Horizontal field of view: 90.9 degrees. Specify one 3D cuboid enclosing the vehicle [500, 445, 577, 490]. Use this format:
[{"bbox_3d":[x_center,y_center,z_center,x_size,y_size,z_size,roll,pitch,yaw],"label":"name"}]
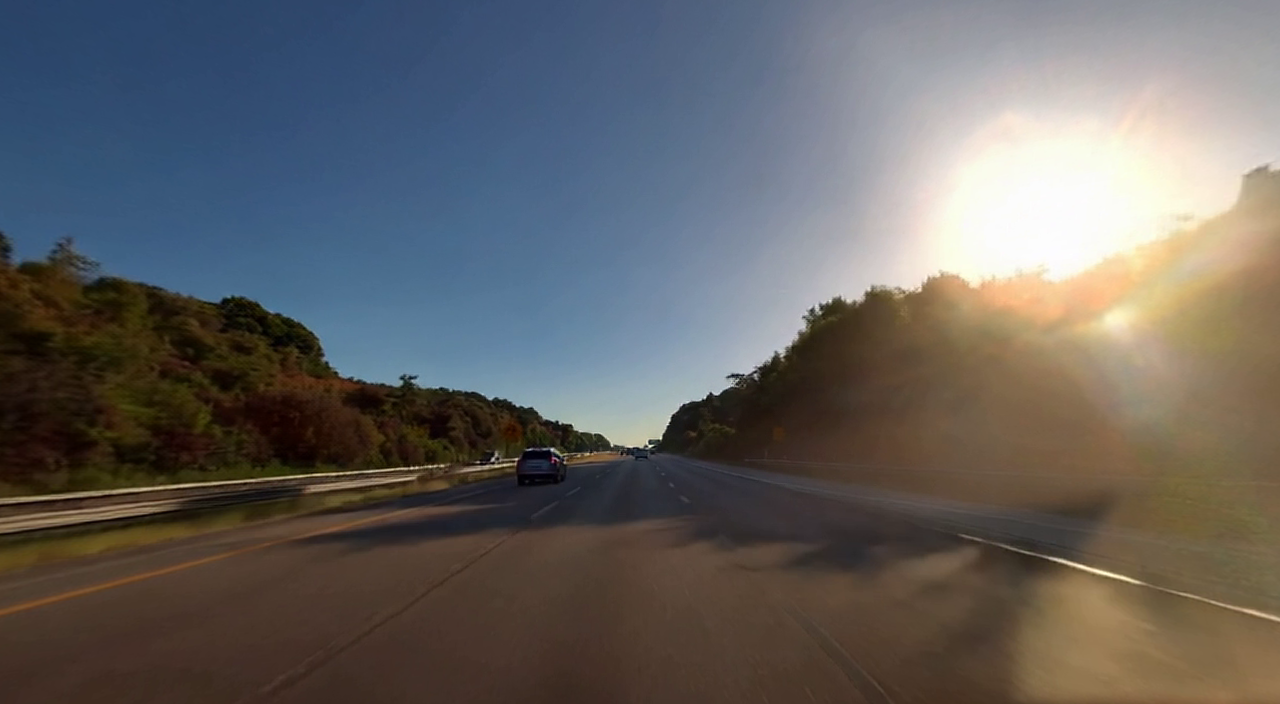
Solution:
[{"bbox_3d":[-3.631,4.244,23.476,2.054,1.475,4.708,0,-9,0],"label":"vehicle"}]
